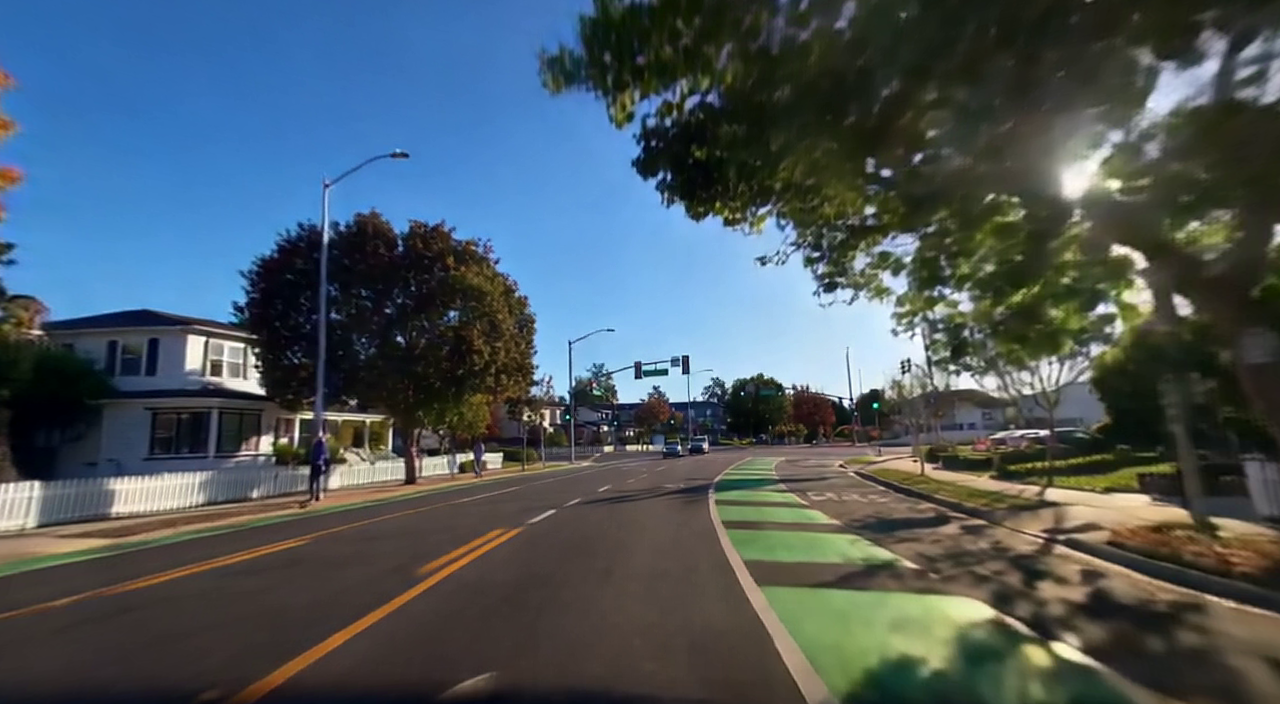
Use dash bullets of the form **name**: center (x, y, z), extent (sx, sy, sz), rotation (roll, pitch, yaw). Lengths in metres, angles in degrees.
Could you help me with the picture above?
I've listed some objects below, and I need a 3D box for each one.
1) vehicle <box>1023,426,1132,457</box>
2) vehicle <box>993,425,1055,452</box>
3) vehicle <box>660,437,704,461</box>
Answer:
- **vehicle**: center (23.616, 4.838, 34.270), extent (1.972, 1.477, 5.340), rotation (-2, -8, -2)
- **vehicle**: center (24.138, 5.509, 39.765), extent (1.937, 1.474, 5.114), rotation (-5, -10, 16)
- **vehicle**: center (2.843, 6.413, 41.824), extent (1.904, 1.489, 4.746), rotation (-3, -9, 16)
